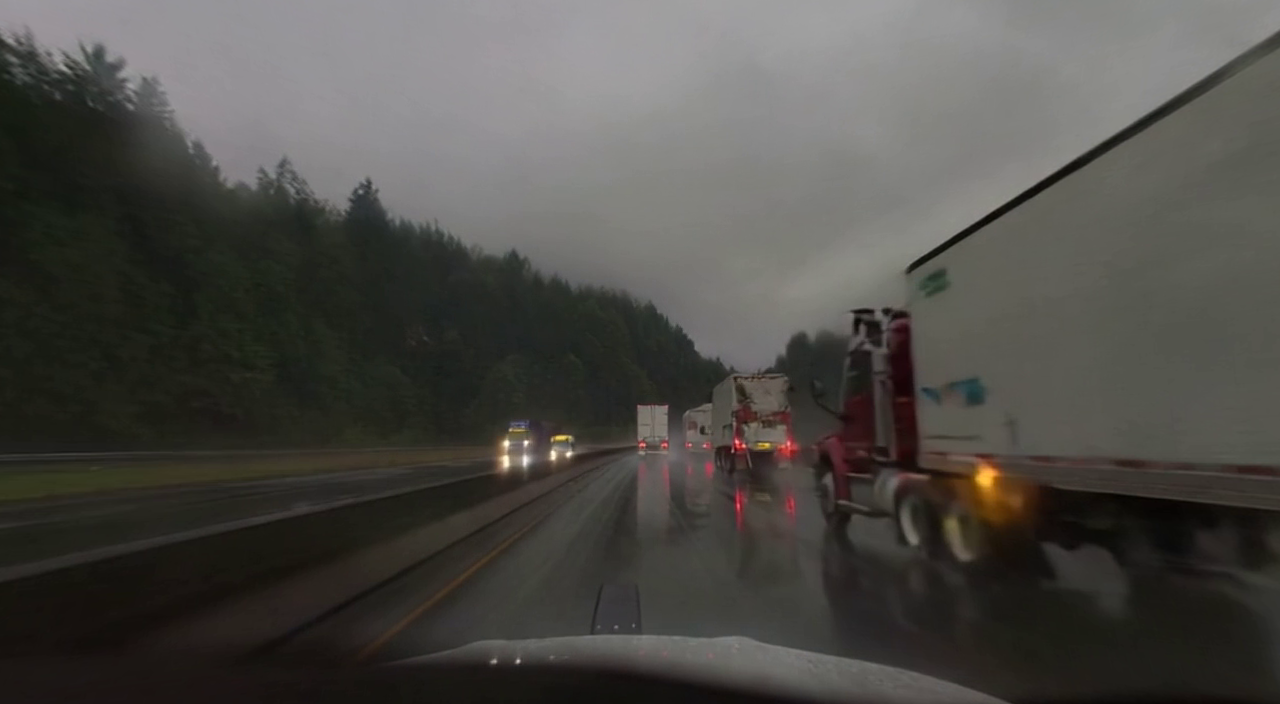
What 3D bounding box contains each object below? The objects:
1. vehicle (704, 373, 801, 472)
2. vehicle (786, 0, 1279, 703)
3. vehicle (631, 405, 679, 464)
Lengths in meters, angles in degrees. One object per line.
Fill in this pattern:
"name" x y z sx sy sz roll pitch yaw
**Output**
"vehicle" 5.292 3.788 32.455 2.749 4.051 12.981 -1 -8 1
"vehicle" 4.506 0.364 7.481 2.889 4.034 11.142 0 -8 0
"vehicle" 0.926 5.151 39.094 2.644 3.247 7.454 -1 -8 2
